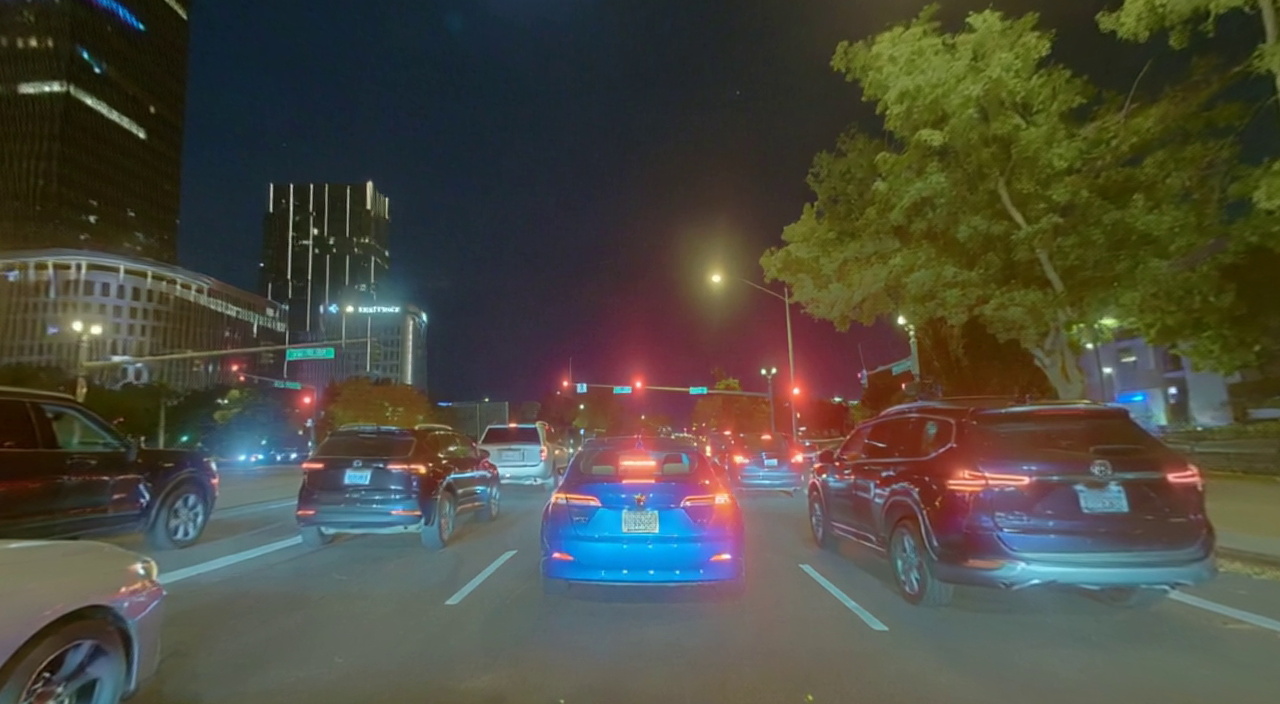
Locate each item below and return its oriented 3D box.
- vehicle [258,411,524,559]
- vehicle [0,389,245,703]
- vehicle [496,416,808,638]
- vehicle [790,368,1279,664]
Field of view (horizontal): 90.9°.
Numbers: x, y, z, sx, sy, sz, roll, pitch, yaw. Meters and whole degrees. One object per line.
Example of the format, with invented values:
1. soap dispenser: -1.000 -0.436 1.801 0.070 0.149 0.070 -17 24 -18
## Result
1. vehicle: -3.366 1.914 9.788 2.168 1.719 4.561 -1 -9 1
2. vehicle: -3.398 0.747 1.240 2.144 1.505 4.635 -1 -9 1
3. vehicle: 0.081 1.506 6.391 2.147 1.507 3.953 0 -8 0
4. vehicle: 3.073 1.311 6.075 2.108 1.785 4.334 0 -9 -1
